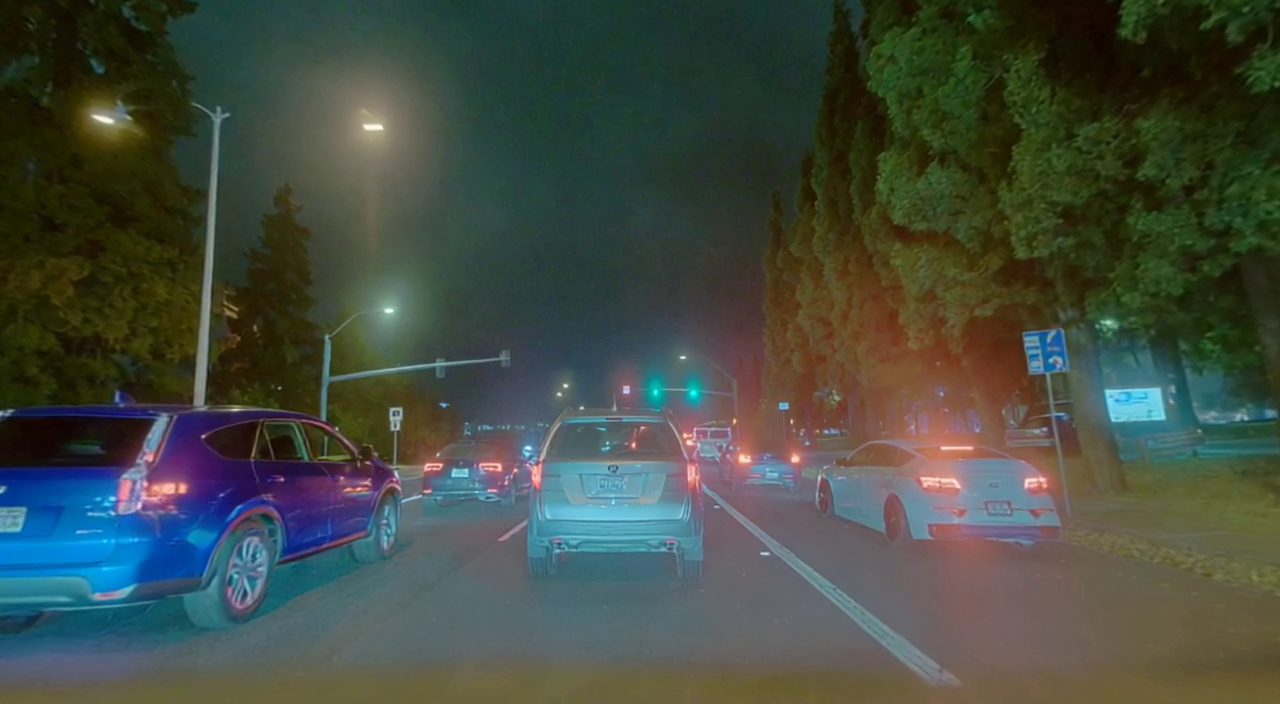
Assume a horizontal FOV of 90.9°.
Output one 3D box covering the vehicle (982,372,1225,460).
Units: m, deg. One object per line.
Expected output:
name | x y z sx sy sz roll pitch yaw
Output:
vehicle | 17.884 2.543 24.689 7.314 3.230 2.680 0 -8 -2

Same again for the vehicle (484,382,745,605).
vehicle | -0.215 1.489 7.483 2.132 1.816 4.471 0 -8 0

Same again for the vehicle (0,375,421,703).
vehicle | -3.709 1.286 5.426 2.039 1.709 4.265 0 -8 1

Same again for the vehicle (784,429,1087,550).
vehicle | 4.318 2.065 10.306 2.036 1.480 4.659 1 -9 -11
